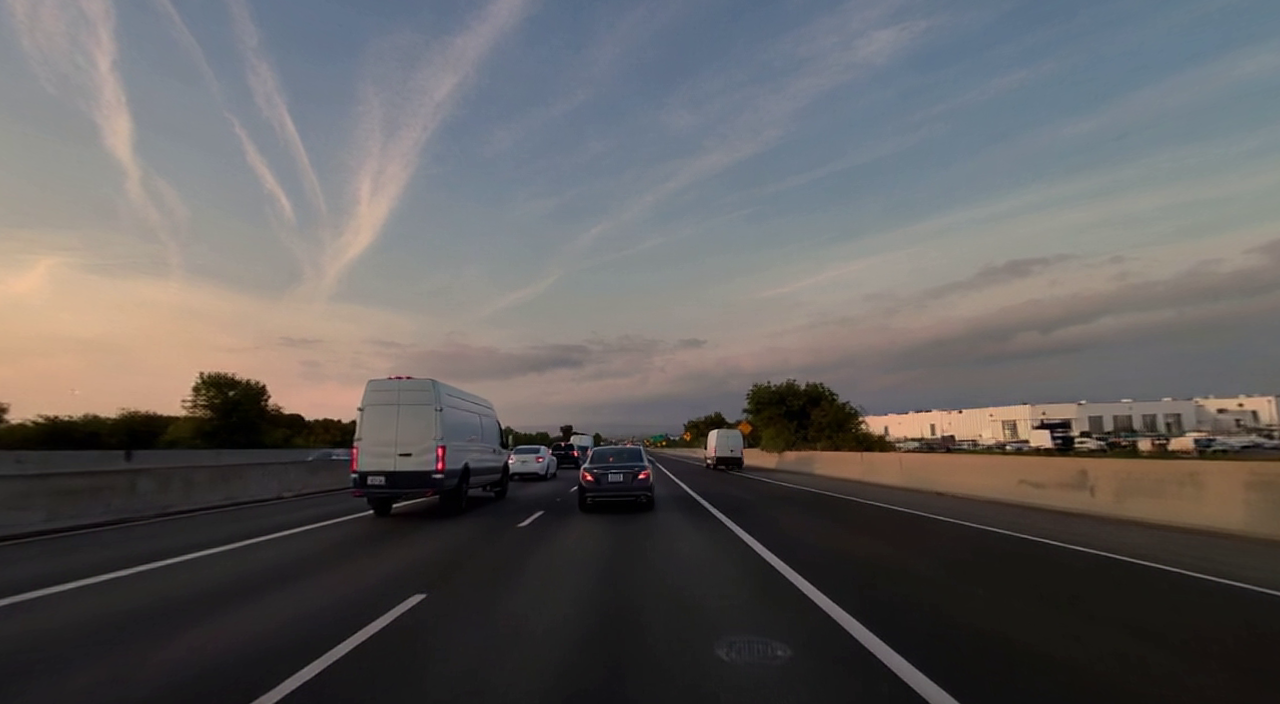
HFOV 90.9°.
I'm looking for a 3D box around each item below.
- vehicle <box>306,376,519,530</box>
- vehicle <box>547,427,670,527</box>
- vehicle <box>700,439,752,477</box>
[{"bbox_3d":[-4.575,2.261,14.339,2.248,2.626,6.837,0,-9,0],"label":"vehicle"},{"bbox_3d":[-0.533,2.439,12.745,2.093,1.695,3.782,0,-9,0],"label":"vehicle"},{"bbox_3d":[4.262,5.319,31.769,2.003,1.754,4.134,0,-9,0],"label":"vehicle"}]
